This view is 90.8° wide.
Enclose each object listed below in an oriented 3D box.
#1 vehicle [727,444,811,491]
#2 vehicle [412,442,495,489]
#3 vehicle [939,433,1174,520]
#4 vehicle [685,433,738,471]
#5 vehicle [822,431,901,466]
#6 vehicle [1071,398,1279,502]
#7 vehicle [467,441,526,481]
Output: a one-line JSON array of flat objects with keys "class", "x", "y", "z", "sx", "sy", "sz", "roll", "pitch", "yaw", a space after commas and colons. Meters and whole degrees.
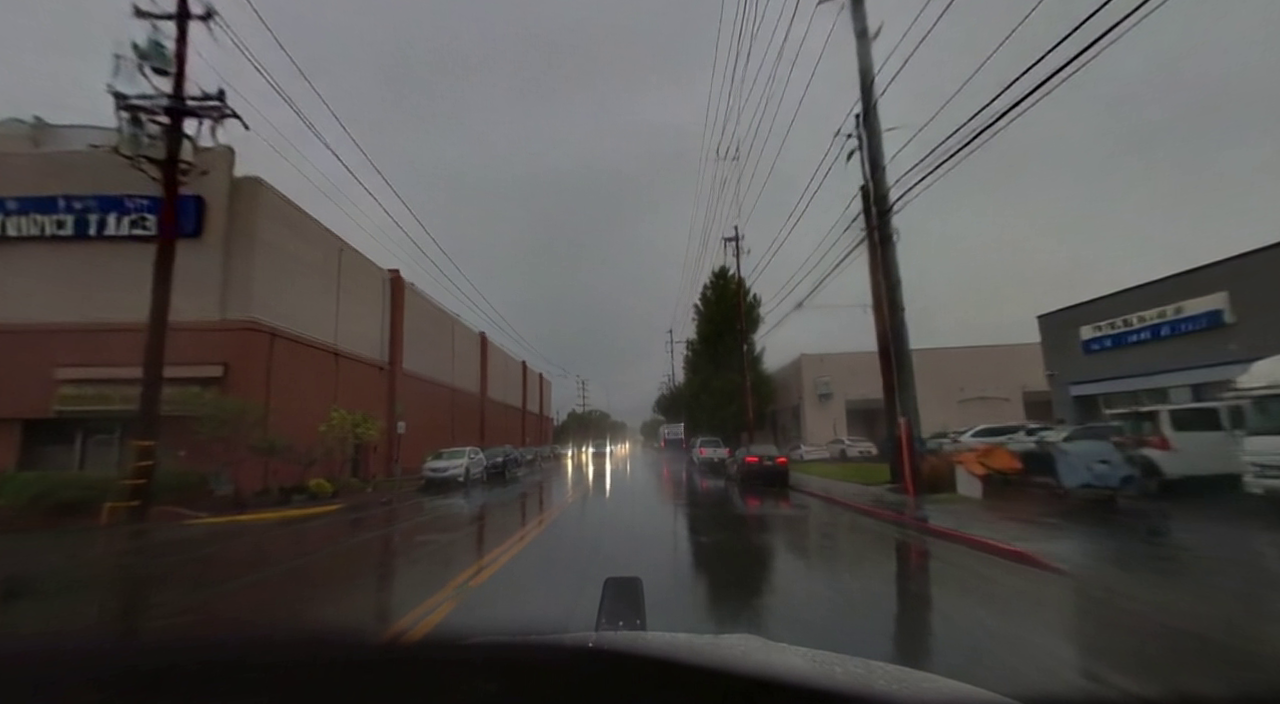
[{"class": "vehicle", "x": 4.361, "y": 3.945, "z": 22.093, "sx": 1.919, "sy": 1.453, "sz": 4.425, "roll": 0, "pitch": -8, "yaw": -1}, {"class": "vehicle", "x": -7.685, "y": 4.705, "z": 26.546, "sx": 2.194, "sy": 1.775, "sz": 4.482, "roll": 0, "pitch": -8, "yaw": -1}, {"class": "vehicle", "x": 8.273, "y": 2.477, "z": 13.191, "sx": 1.973, "sy": 1.485, "sz": 4.377, "roll": -1, "pitch": -8, "yaw": 1}, {"class": "vehicle", "x": 3.974, "y": 5.695, "z": 36.192, "sx": 2.218, "sy": 1.956, "sz": 5.916, "roll": 0, "pitch": -8, "yaw": -1}, {"class": "vehicle", "x": 12.073, "y": 5.329, "z": 34.814, "sx": 1.965, "sy": 1.705, "sz": 4.677, "roll": 0, "pitch": -8, "yaw": -10}, {"class": "vehicle", "x": 12.754, "y": 2.041, "z": 13.469, "sx": 5.648, "sy": 1.973, "sz": 2.222, "roll": 0, "pitch": -8, "yaw": -6}, {"class": "vehicle", "x": -7.338, "y": 5.592, "z": 32.785, "sx": 1.933, "sy": 1.754, "sz": 4.514, "roll": -3, "pitch": -7, "yaw": 1}]
